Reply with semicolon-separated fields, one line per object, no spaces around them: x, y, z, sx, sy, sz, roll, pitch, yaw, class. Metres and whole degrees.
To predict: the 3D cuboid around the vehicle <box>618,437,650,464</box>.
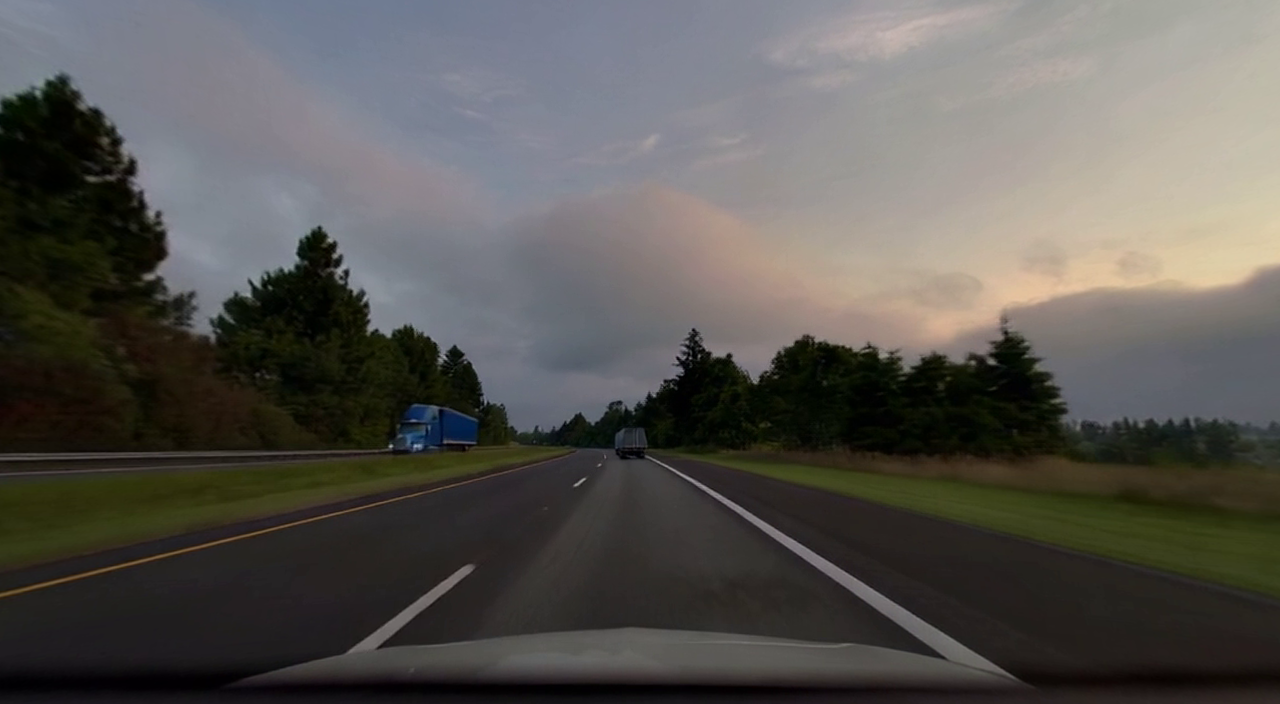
-0.479;6.858;43.843;2.079;1.729;4.380;0;-8;-3;vehicle
